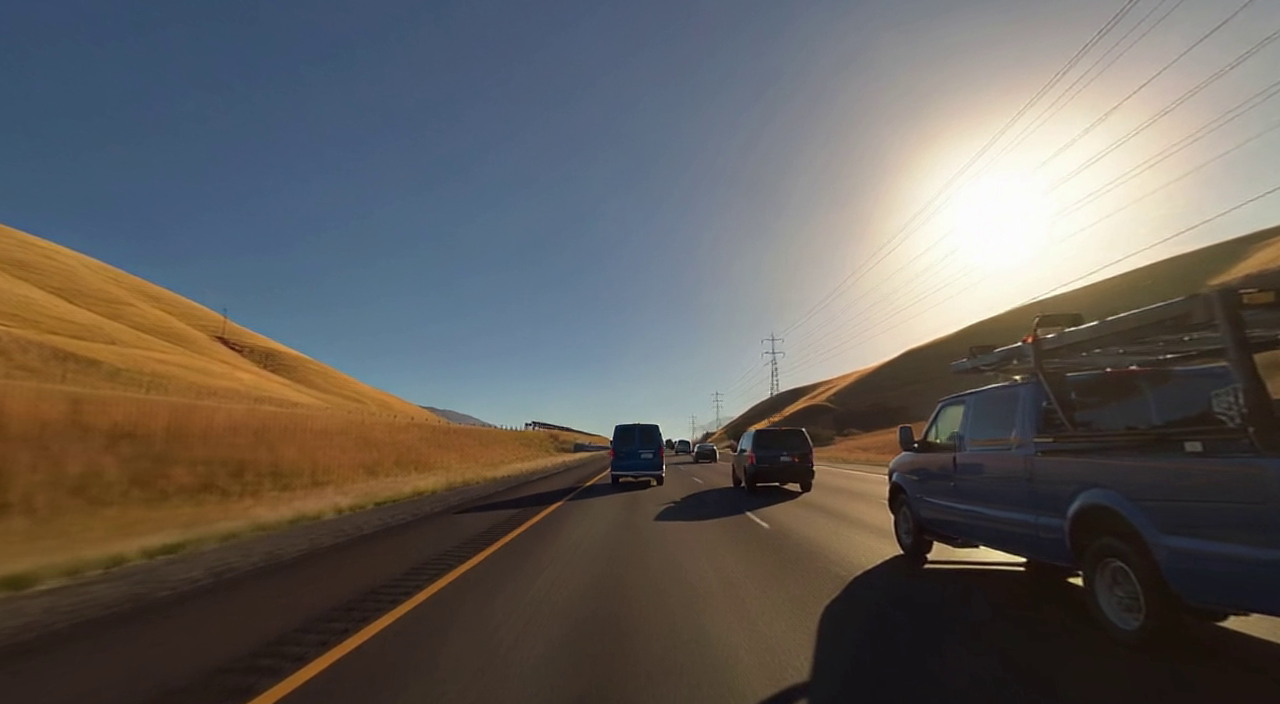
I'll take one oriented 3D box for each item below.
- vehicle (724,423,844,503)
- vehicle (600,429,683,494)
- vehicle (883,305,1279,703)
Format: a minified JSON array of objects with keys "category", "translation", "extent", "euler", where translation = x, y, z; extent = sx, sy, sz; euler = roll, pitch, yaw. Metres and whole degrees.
[{"category":"vehicle","translation":[3.608,2.884,16.808],"extent":[2.139,1.821,4.480],"euler":[0,-8,0]},{"category":"vehicle","translation":[0.075,3.363,19.714],"extent":[2.268,1.772,4.523],"euler":[0,-8,1]},{"category":"vehicle","translation":[3.924,0.935,3.677],"extent":[2.691,1.901,5.744],"euler":[0,-8,0]}]
